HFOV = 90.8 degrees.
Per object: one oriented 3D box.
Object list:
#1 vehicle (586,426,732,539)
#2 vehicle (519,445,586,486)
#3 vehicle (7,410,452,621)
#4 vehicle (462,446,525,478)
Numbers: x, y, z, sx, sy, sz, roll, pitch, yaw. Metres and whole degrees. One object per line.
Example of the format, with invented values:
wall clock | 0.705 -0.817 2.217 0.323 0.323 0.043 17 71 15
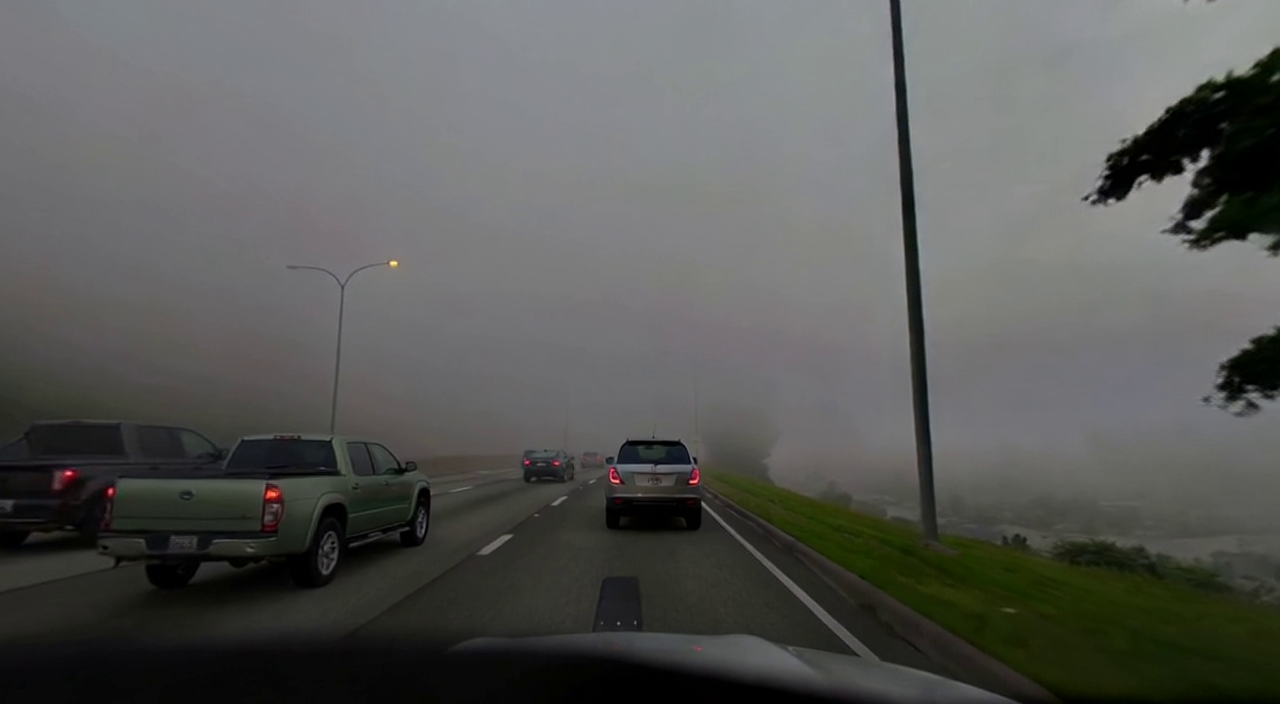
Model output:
vehicle | 0.327 2.339 11.971 2.235 1.716 4.435 0 -9 1
vehicle | -3.400 4.483 25.282 1.868 1.470 4.105 -1 -9 4
vehicle | -4.036 1.661 7.398 2.076 1.688 4.334 -1 -9 4
vehicle | -7.284 5.489 31.802 1.856 1.459 4.251 -1 -9 4
